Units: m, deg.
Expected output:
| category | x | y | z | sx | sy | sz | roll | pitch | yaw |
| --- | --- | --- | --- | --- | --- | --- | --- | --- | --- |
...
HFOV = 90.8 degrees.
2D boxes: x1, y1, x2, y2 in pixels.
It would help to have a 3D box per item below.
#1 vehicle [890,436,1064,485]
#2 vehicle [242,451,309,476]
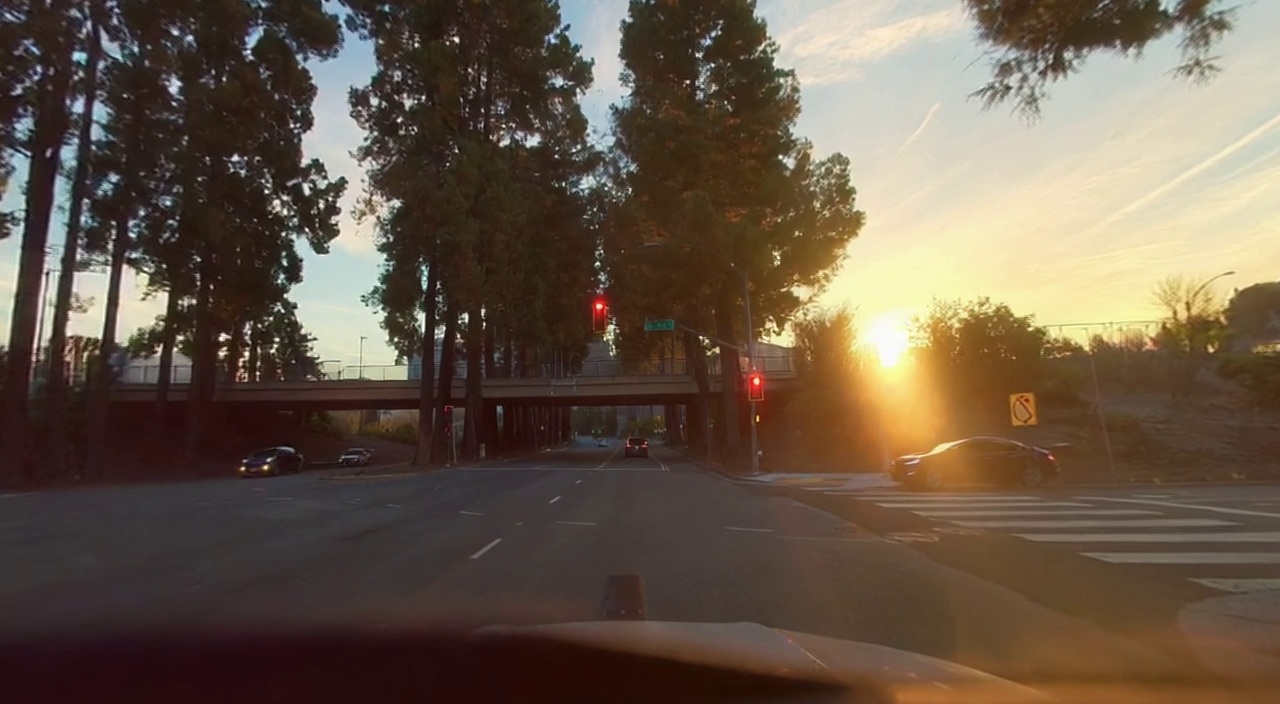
| category | x | y | z | sx | sy | sz | roll | pitch | yaw |
| --- | --- | --- | --- | --- | --- | --- | --- | --- | --- |
| vehicle | 10.801 | 3.478 | 20.445 | 4.691 | 1.466 | 1.800 | 1 | -9 | -7 |
| vehicle | -23.968 | 7.334 | 41.747 | 1.834 | 1.482 | 4.310 | 0 | -8 | -1 |
